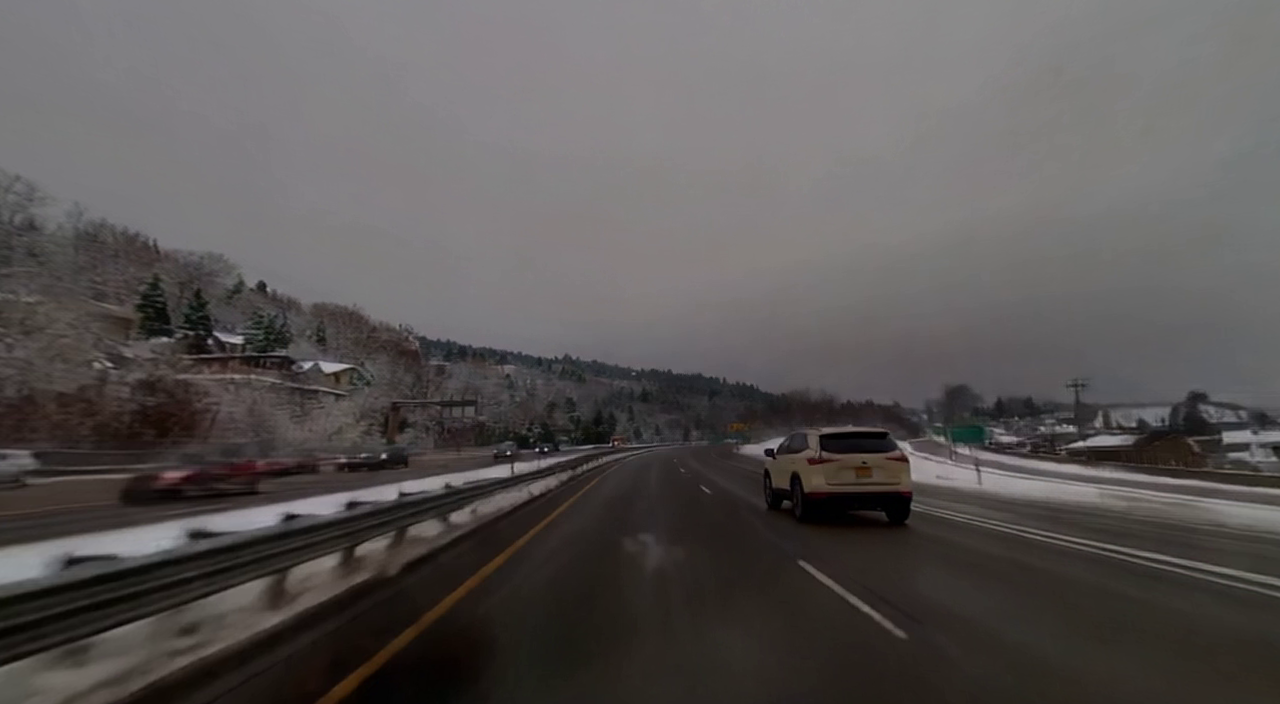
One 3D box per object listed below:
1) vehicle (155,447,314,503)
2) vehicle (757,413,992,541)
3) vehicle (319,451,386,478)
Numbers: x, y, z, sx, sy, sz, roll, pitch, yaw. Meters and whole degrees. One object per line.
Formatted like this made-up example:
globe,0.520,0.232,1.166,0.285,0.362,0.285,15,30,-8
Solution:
vehicle,-13.803,4.177,21.912,2.328,1.680,4.778,0,-8,0
vehicle,3.714,2.091,11.159,2.318,1.766,4.587,0,-8,-1
vehicle,-17.384,6.808,38.305,1.868,1.481,4.469,0,-8,1
